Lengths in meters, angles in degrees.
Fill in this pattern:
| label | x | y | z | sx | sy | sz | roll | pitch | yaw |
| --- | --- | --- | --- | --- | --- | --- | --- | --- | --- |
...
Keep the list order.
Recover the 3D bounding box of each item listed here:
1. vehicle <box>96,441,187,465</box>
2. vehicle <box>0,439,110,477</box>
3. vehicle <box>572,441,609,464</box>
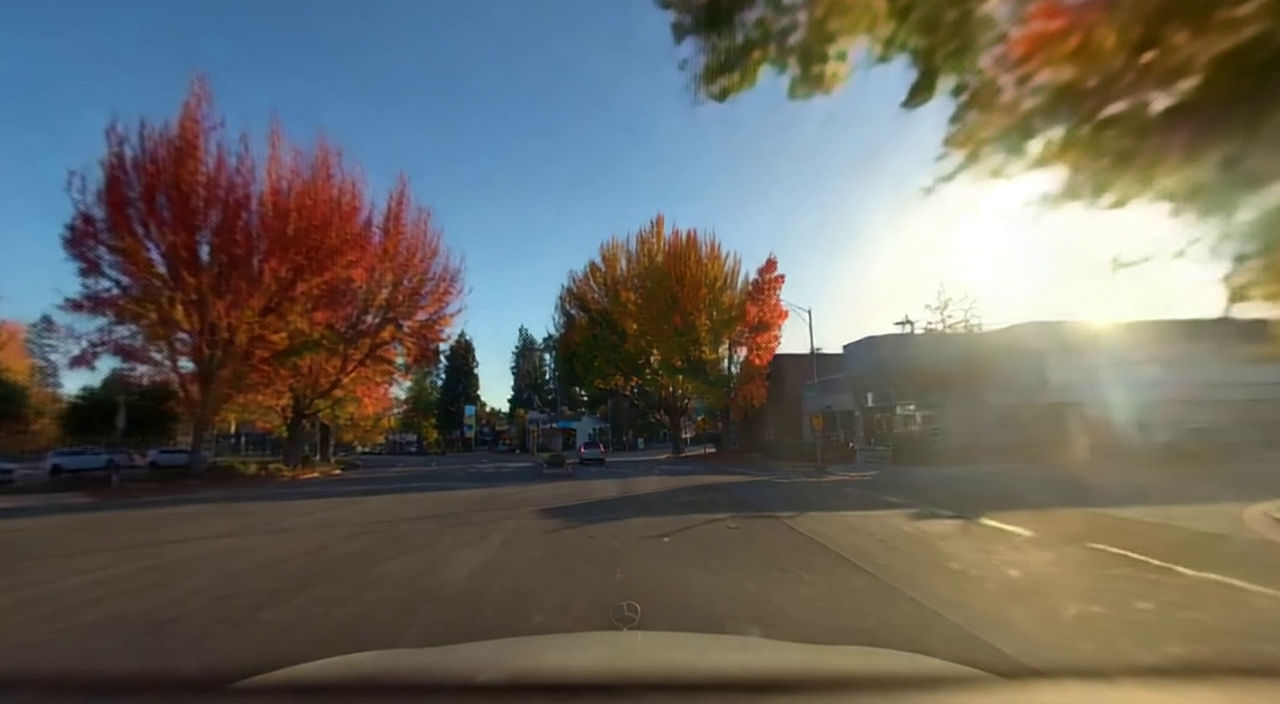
| label | x | y | z | sx | sy | sz | roll | pitch | yaw |
| --- | --- | --- | --- | --- | --- | --- | --- | --- | --- |
| vehicle | -36.762 | 7.462 | 46.559 | 4.807 | 1.665 | 2.045 | 1 | -8 | -10 |
| vehicle | -35.741 | 6.424 | 38.021 | 5.135 | 1.689 | 2.269 | -3 | -11 | -15 |
| vehicle | -3.490 | 6.925 | 43.747 | 2.018 | 1.512 | 4.304 | 2 | -8 | -12 |
